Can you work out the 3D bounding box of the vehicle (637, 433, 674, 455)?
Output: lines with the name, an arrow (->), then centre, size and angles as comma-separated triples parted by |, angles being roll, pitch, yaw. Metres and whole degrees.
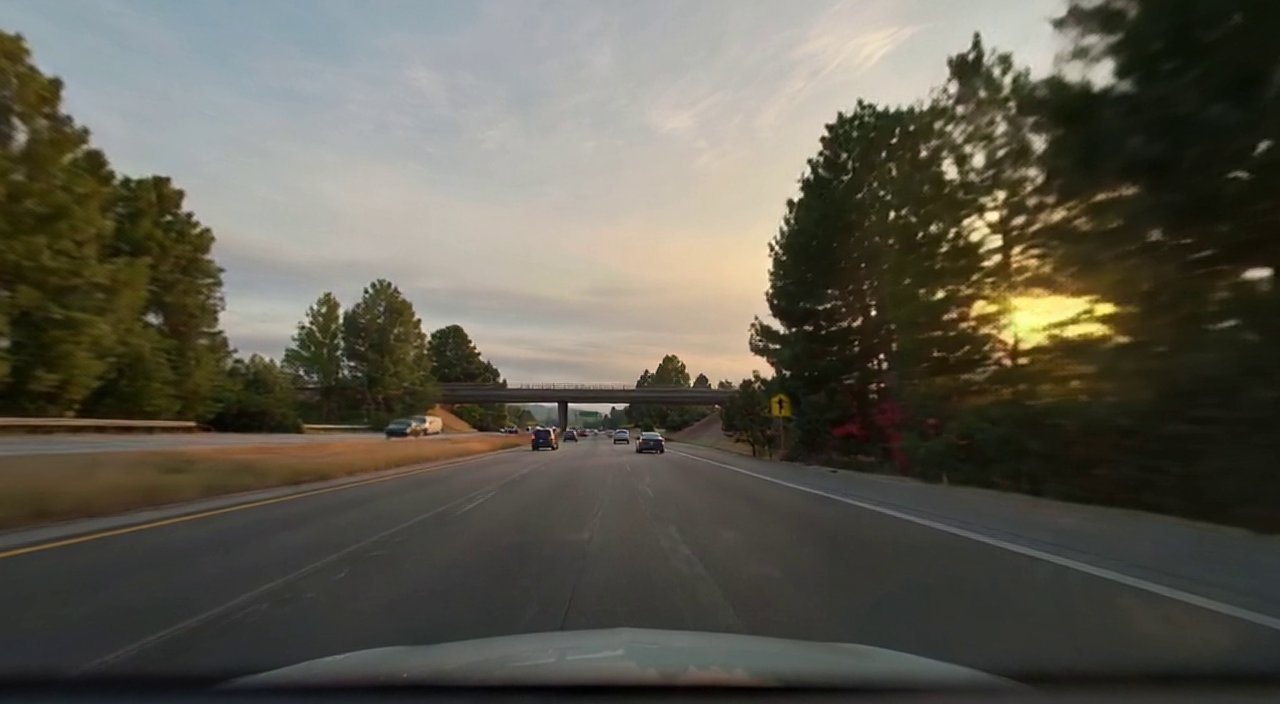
vehicle -> 0.933, 5.902, 40.424 | 1.999, 1.329, 3.913 | 1, -8, -4
